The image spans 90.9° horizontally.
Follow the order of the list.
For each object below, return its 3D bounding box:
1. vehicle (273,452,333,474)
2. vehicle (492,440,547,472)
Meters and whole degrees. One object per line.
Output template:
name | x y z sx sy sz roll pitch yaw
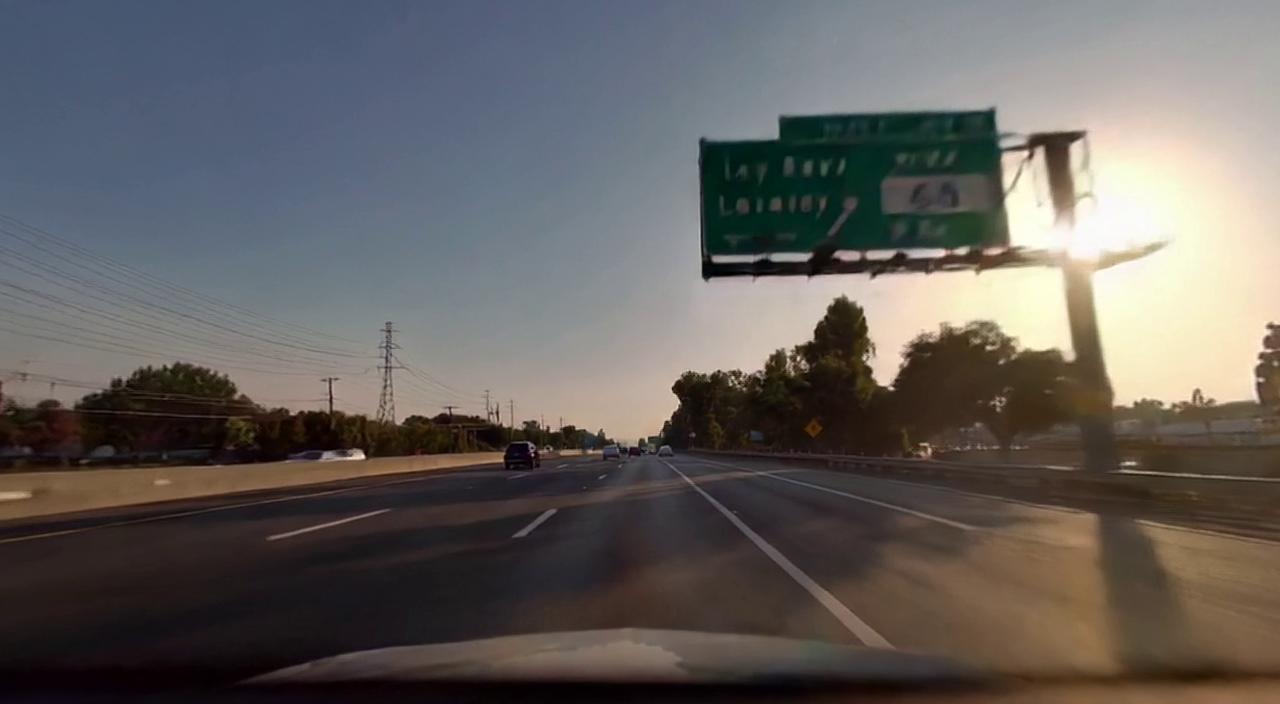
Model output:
vehicle | -25.010 8.213 46.934 1.858 1.522 4.542 0 -9 1
vehicle | -6.875 5.992 36.521 2.118 1.696 4.836 0 -9 2
